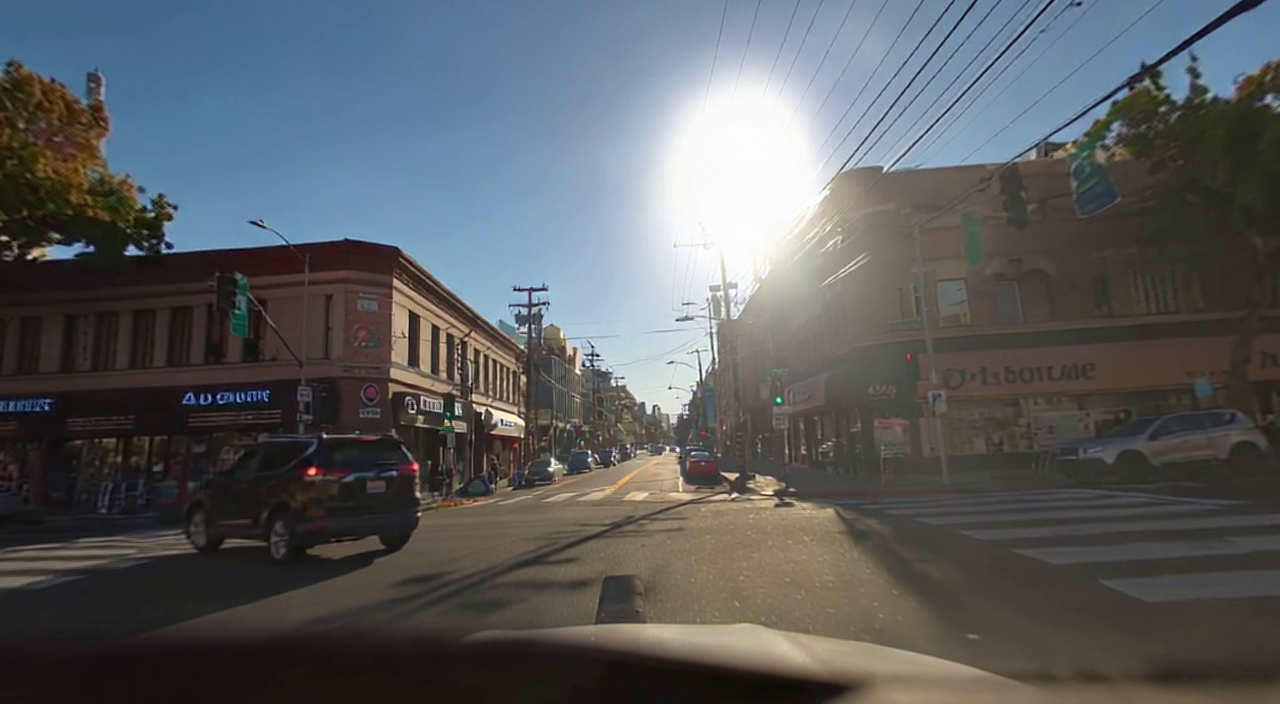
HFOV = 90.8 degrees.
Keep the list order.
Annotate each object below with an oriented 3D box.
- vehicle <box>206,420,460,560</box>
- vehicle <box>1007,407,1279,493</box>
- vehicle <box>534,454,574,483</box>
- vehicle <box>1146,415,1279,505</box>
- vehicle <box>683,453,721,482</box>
[{"bbox_3d":[-5.519,2.291,11.116,4.611,1.882,2.440,-10,-13,43],"label":"vehicle"},{"bbox_3d":[12.673,2.393,15.496,5.716,1.894,2.433,-1,-8,2],"label":"vehicle"},{"bbox_3d":[-5.671,7.710,42.106,2.044,1.711,4.048,0,-8,1],"label":"vehicle"},{"bbox_3d":[13.546,2.006,12.645,4.815,1.501,2.157,-5,-9,2],"label":"vehicle"},{"bbox_3d":[3.656,6.863,37.695,2.062,1.526,3.989,-1,-8,3],"label":"vehicle"}]
